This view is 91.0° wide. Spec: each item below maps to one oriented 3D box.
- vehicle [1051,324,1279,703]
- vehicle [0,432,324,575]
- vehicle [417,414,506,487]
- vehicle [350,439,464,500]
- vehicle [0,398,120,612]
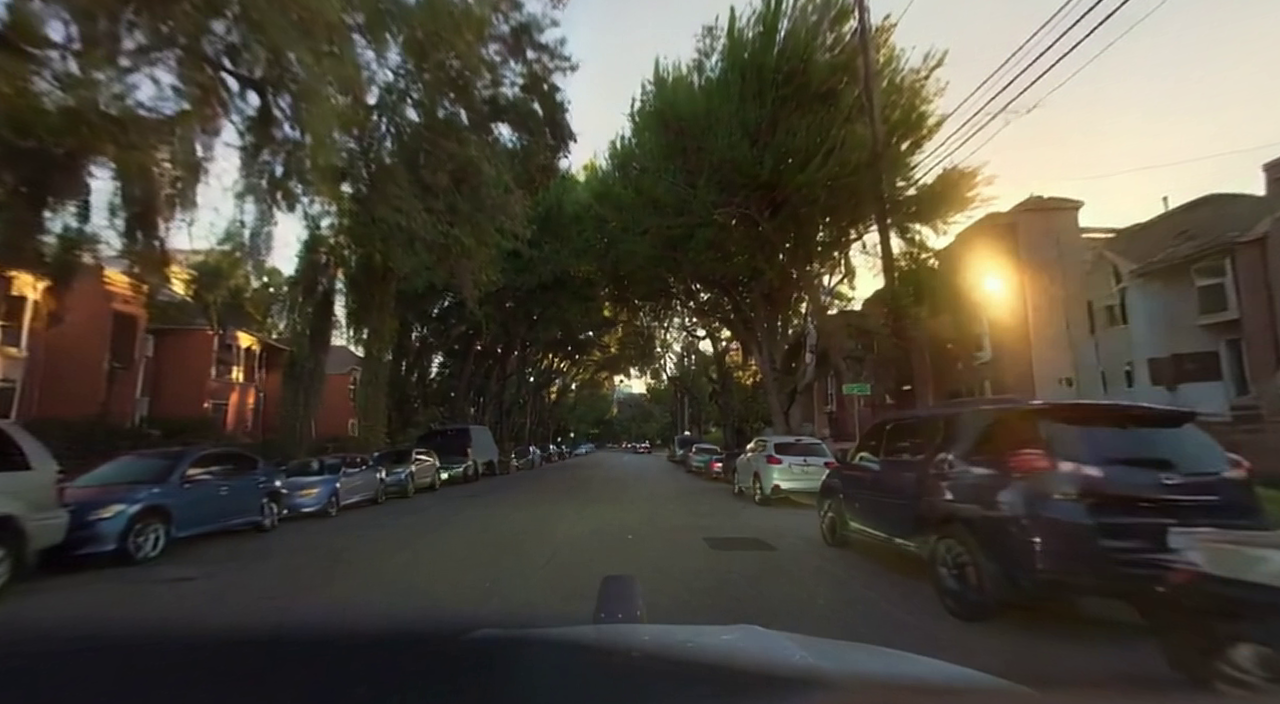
[{"bbox_3d":[3.922,0.644,1.526,2.214,1.885,5.268,0,-9,-1],"label":"vehicle"},{"bbox_3d":[-7.235,2.239,10.167,1.978,1.721,4.589,-1,-9,-2],"label":"vehicle"},{"bbox_3d":[-7.497,4.263,27.218,2.294,2.707,6.199,-2,-9,-2],"label":"vehicle"},{"bbox_3d":[-7.576,3.835,21.032,2.150,1.774,4.514,0,-9,-1],"label":"vehicle"},{"bbox_3d":[-7.290,1.237,4.394,2.205,2.051,6.109,-3,-10,-1],"label":"vehicle"}]
